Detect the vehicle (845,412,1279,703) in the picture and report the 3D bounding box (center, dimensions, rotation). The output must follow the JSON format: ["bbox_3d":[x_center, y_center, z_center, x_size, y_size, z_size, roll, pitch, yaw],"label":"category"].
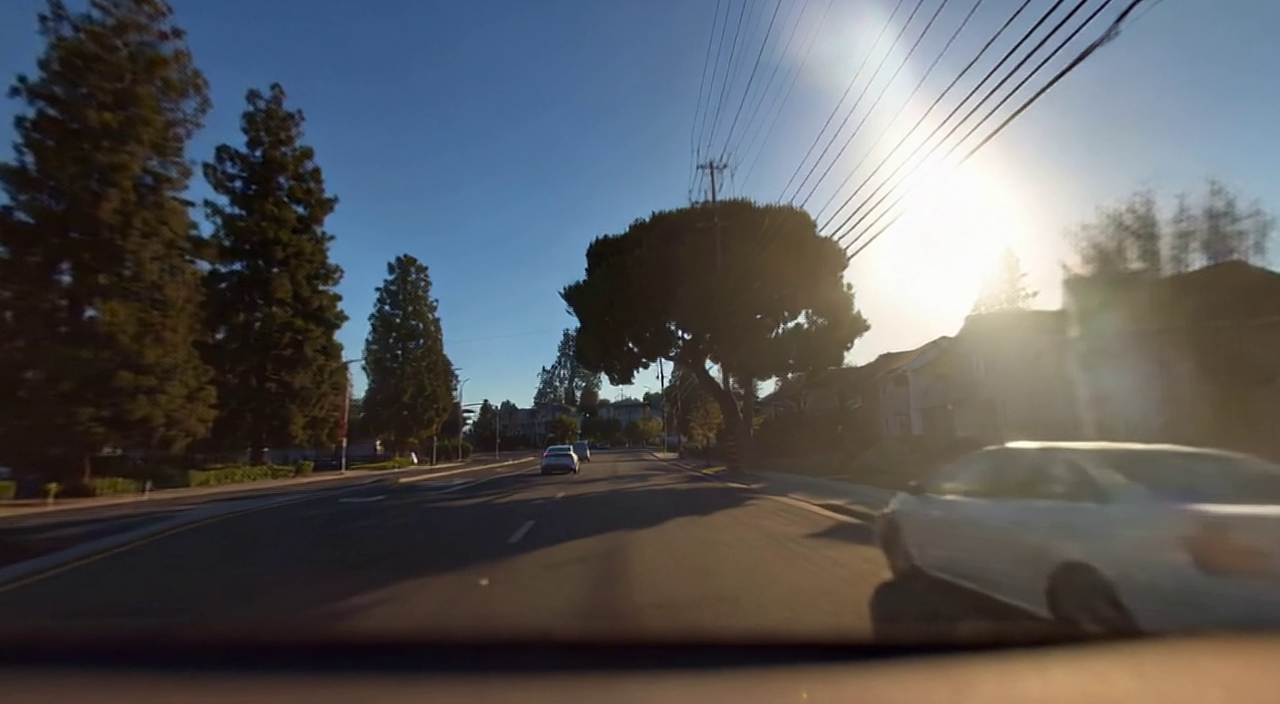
[{"bbox_3d":[3.365,1.297,4.777,2.074,1.450,4.621,0,-8,0],"label":"vehicle"}]

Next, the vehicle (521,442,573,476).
[{"bbox_3d":[-4.387,5.074,30.358,2.041,1.471,4.602,0,-8,-3],"label":"vehicle"}]
